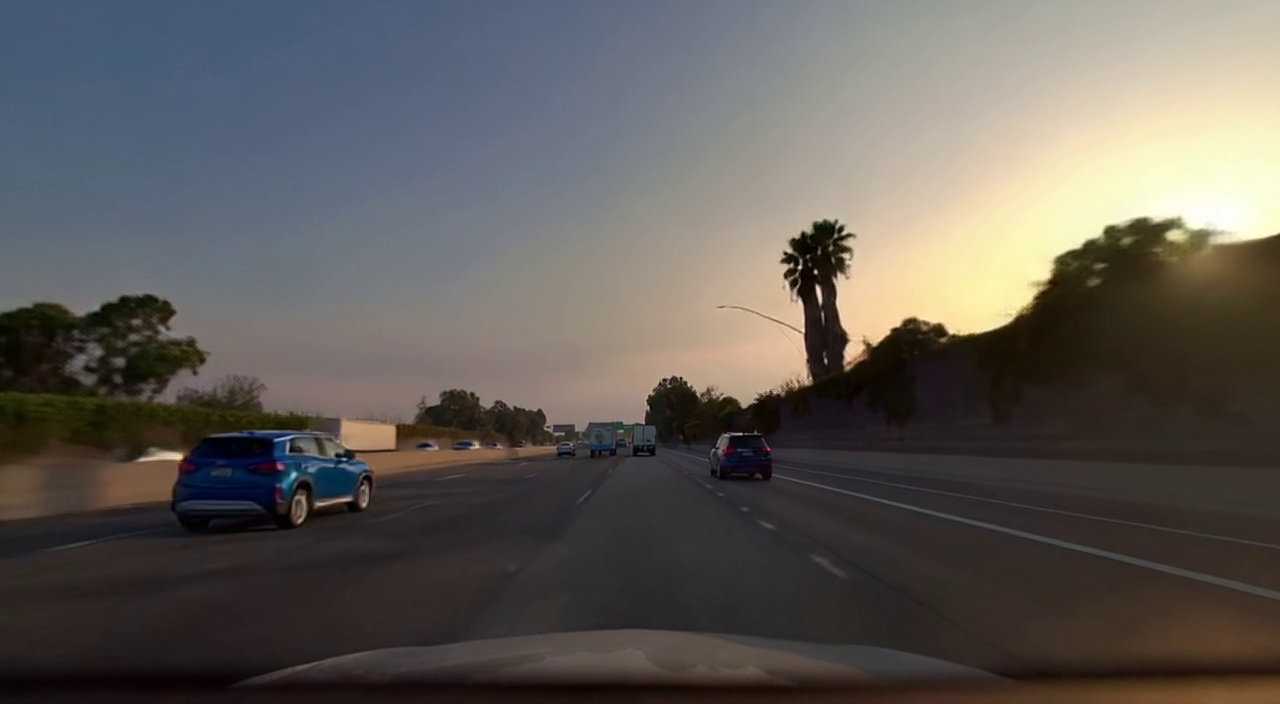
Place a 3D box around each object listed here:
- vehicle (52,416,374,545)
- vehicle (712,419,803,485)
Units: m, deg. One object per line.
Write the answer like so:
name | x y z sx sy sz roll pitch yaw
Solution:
vehicle | -6.992 2.144 11.274 2.289 1.774 4.871 0 -8 0
vehicle | 4.226 3.722 23.753 2.408 2.210 4.999 0 -8 0
